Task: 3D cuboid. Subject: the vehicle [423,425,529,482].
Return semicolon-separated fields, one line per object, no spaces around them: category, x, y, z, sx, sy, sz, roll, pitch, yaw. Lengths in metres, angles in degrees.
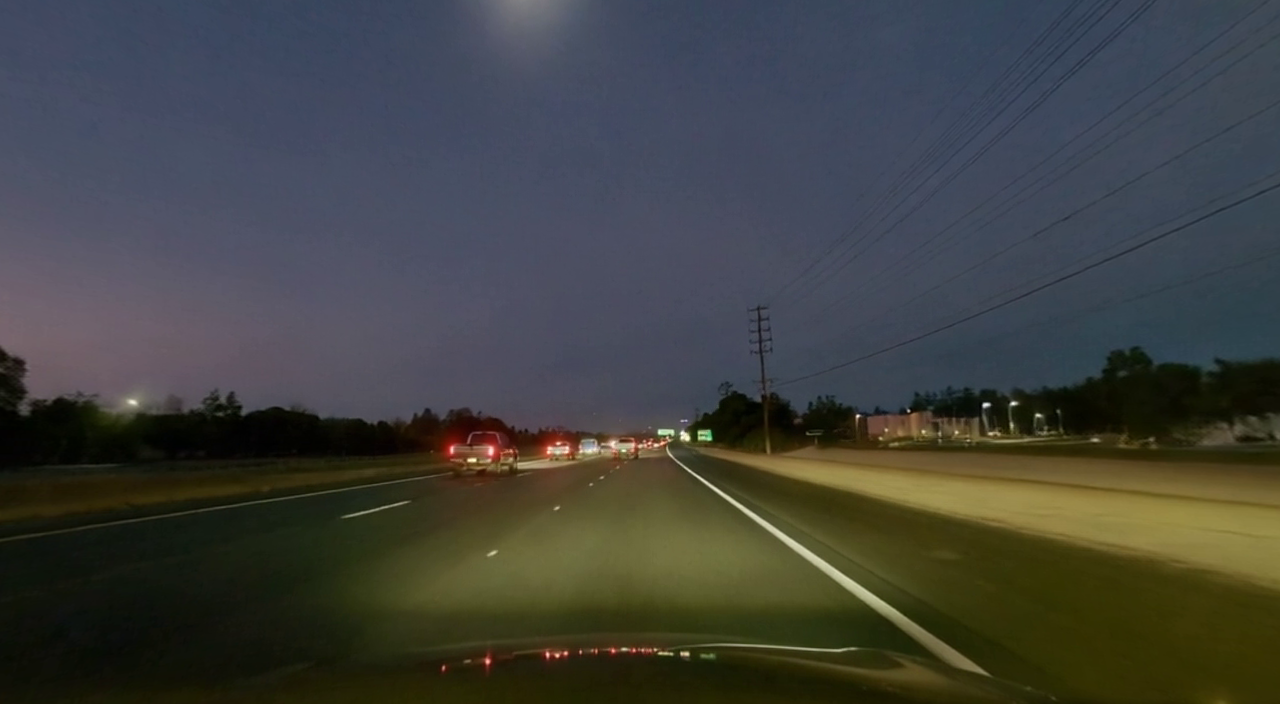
vehicle;-6.432;4.079;25.752;2.460;1.992;6.474;-1;-8;1

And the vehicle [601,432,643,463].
vehicle;-1.176;6.575;43.504;2.448;2.025;5.193;-1;-8;3
